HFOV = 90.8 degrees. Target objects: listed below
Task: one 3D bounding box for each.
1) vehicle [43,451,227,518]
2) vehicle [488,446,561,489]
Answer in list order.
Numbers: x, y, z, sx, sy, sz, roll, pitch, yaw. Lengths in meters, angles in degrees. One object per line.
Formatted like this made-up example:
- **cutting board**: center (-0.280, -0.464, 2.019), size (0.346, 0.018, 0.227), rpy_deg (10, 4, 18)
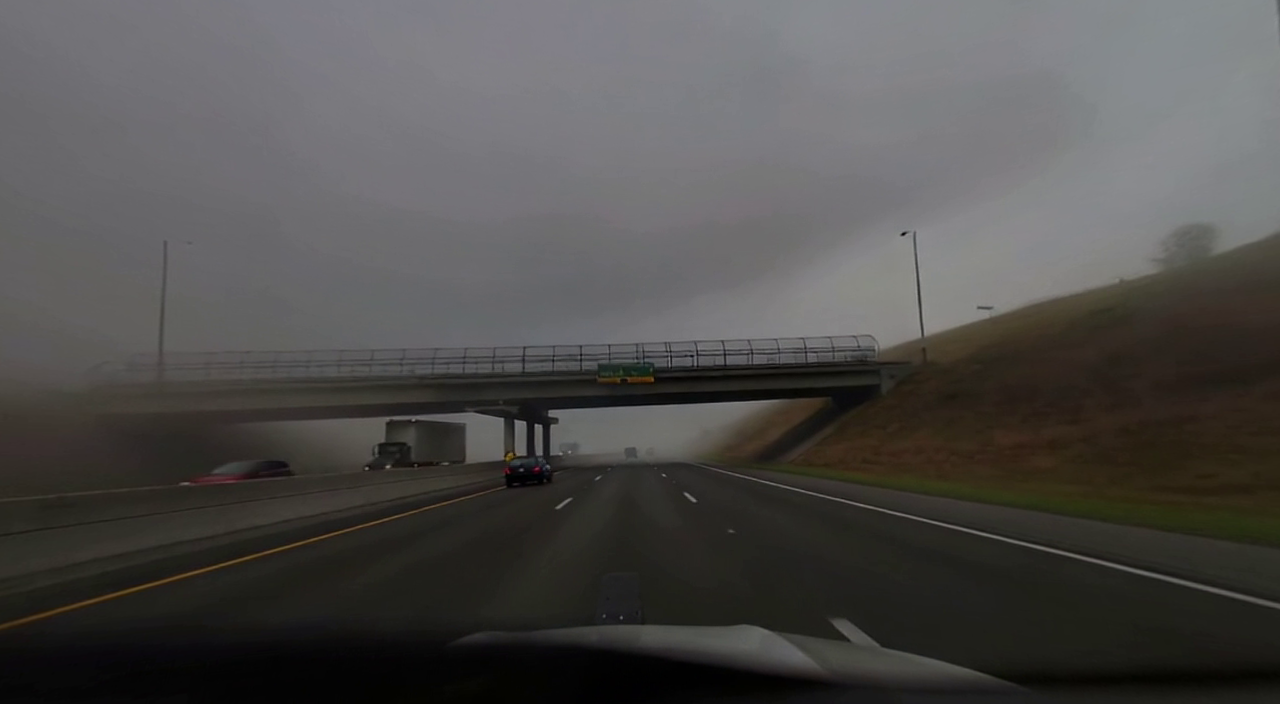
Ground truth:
- **vehicle**: center (-11.912, 3.100, 15.199), size (1.590, 1.384, 3.364), rpy_deg (0, -9, 1)
- **vehicle**: center (-4.237, 4.308, 23.834), size (1.921, 1.481, 4.120), rpy_deg (0, -9, 0)
